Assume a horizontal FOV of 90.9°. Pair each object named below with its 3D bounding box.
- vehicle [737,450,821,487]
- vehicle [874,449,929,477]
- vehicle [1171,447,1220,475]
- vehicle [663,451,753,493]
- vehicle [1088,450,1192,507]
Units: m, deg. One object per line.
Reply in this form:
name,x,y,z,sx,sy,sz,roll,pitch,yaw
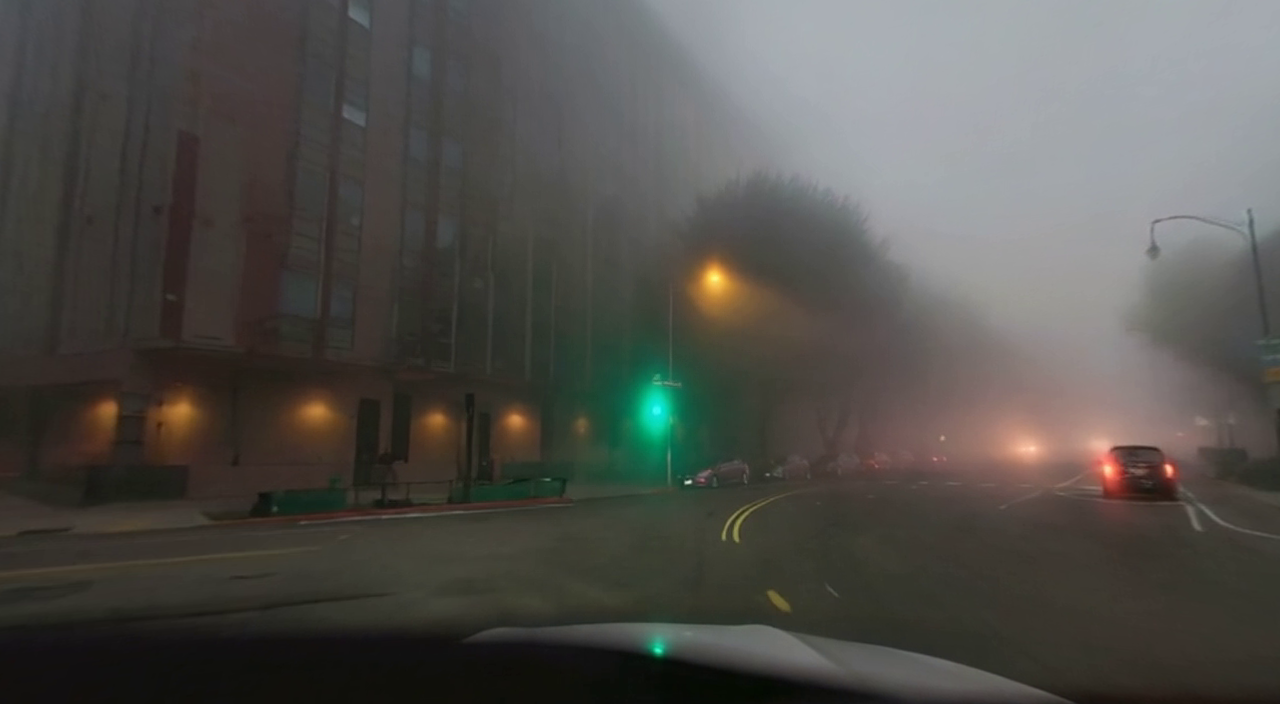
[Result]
vehicle,7.140,5.839,31.983,2.179,1.658,4.765,-7,-11,39
vehicle,15.456,6.500,37.135,1.852,1.465,4.092,-7,-11,38
vehicle,37.996,7.425,43.219,2.189,1.753,4.376,-7,-11,38
vehicle,3.050,5.183,27.653,1.922,1.628,4.291,-7,-11,38
vehicle,15.266,3.808,19.500,2.148,1.488,4.508,-6,-10,35
